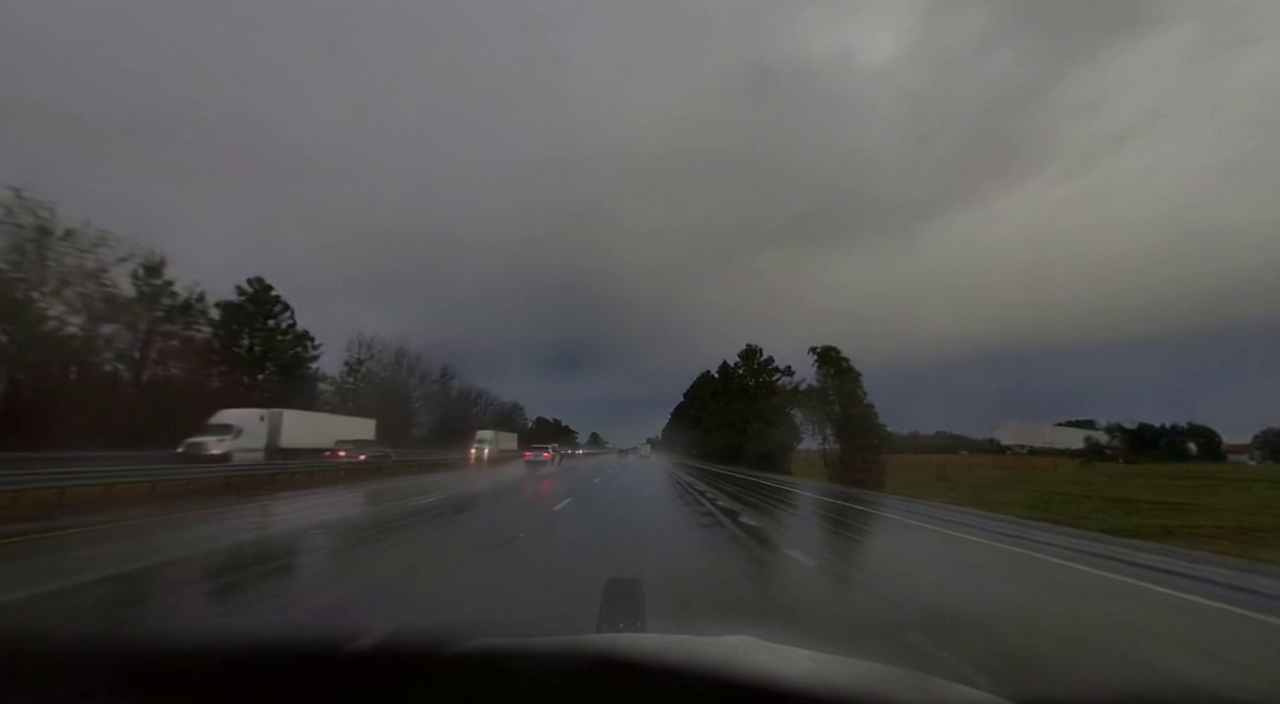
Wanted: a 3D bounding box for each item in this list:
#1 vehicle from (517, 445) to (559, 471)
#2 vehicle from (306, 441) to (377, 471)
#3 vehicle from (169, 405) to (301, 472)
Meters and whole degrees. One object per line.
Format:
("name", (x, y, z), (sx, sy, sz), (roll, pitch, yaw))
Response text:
("vehicle", (-6.913, 7.262, 43.229), (2.115, 1.664, 4.259), (0, -9, 1))
("vehicle", (-16.041, 5.610, 34.178), (1.832, 1.473, 3.996), (0, -9, 1))
("vehicle", (-23.127, 5.050, 36.600), (2.983, 3.489, 6.928), (0, -9, -1))
